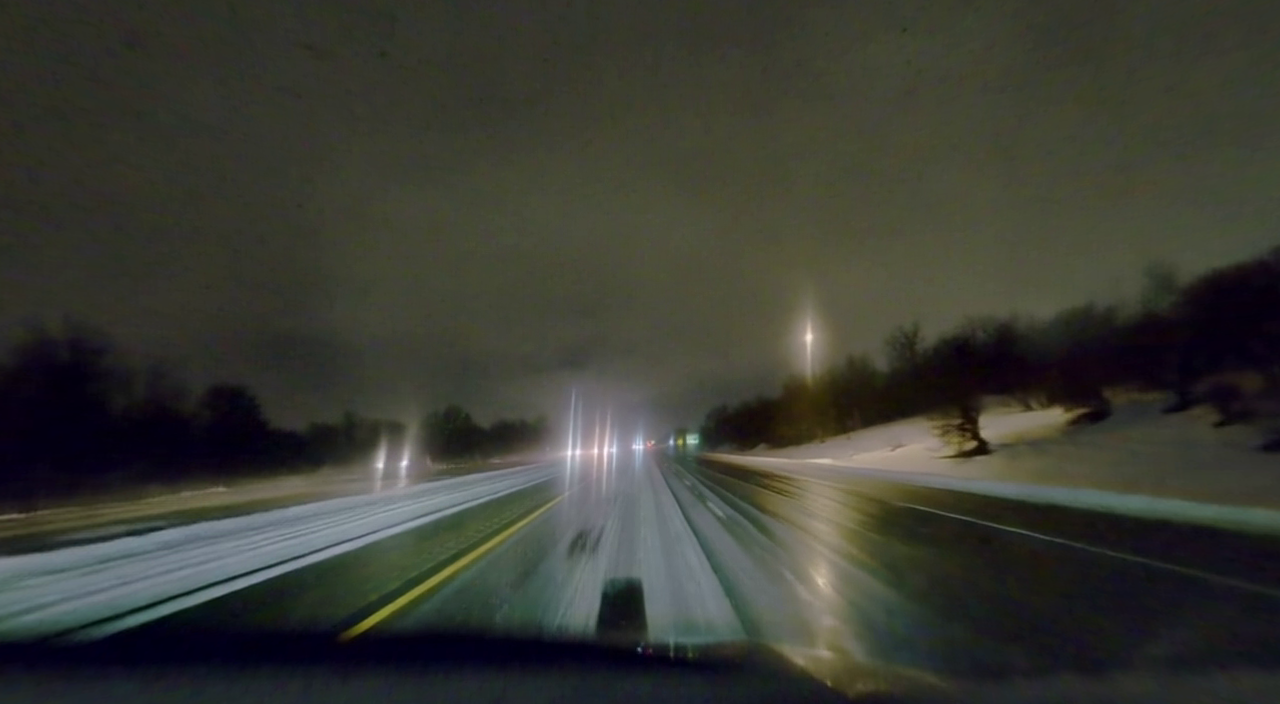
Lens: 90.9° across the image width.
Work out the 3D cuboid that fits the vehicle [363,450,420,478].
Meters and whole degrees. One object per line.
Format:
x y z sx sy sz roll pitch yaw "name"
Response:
-18.013 8.097 46.015 2.166 1.867 5.001 0 -8 0 "vehicle"
